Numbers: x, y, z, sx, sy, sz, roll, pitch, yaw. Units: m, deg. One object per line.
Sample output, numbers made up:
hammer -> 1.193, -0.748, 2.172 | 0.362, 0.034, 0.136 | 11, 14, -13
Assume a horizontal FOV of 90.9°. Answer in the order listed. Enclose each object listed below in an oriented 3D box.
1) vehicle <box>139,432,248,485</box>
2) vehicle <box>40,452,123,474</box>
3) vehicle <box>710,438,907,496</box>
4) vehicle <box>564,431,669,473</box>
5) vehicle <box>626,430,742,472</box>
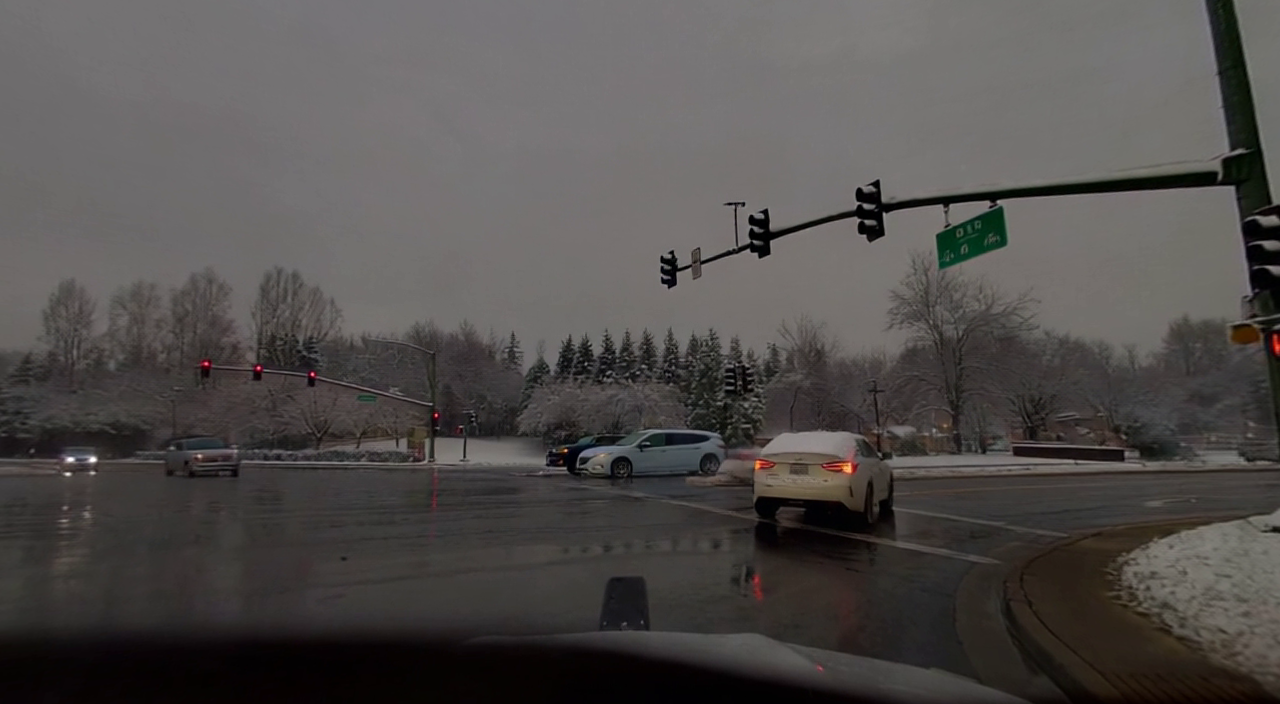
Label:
vehicle -> -17.670, 4.130, 24.809 | 5.332, 1.807, 2.450 | -8, -12, 44
vehicle -> -39.715, 7.879, 44.843 | 4.589, 1.462, 1.953 | -2, -9, 13
vehicle -> 4.443, 3.061, 17.058 | 4.686, 1.425, 2.018 | 1, -8, -6
vehicle -> -1.050, 4.506, 28.528 | 4.360, 1.749, 1.895 | 4, -9, -28
vehicle -> 1.842, 4.092, 26.192 | 4.483, 1.589, 1.852 | 4, -9, -26
